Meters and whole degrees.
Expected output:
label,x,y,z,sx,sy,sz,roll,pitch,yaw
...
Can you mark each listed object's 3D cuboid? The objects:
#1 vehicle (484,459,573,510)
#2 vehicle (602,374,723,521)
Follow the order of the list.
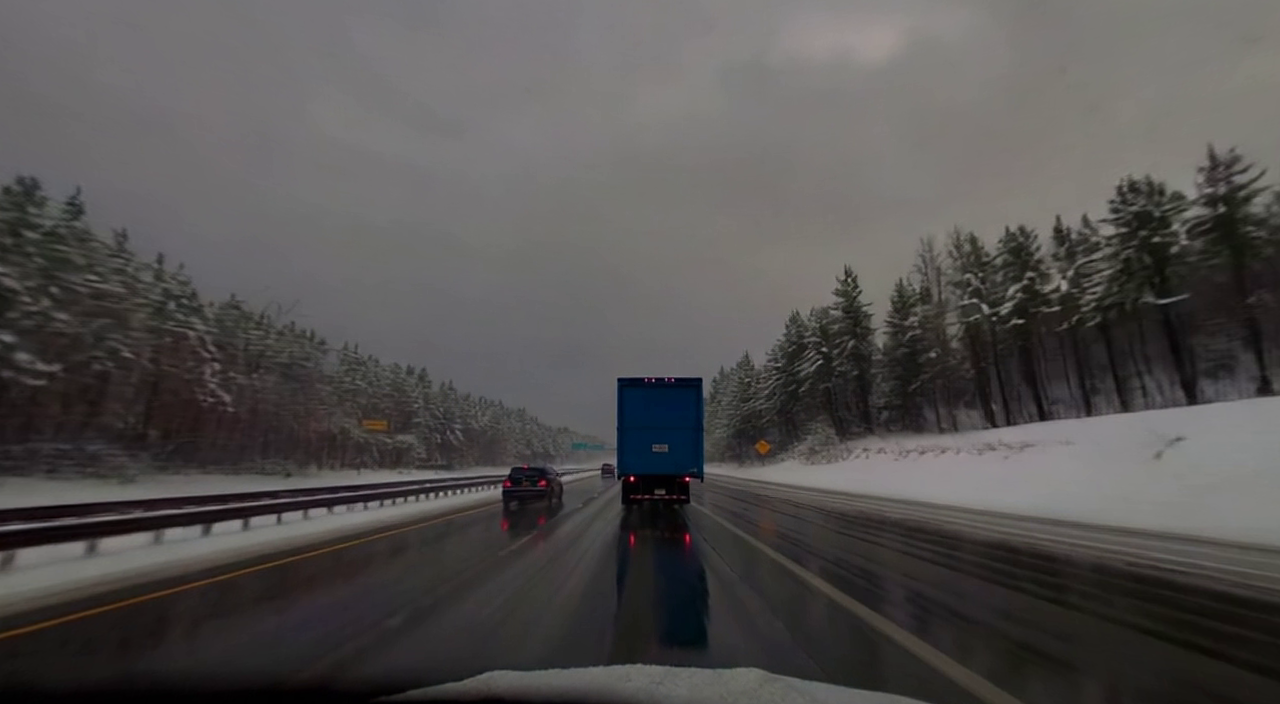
label,x,y,z,sx,sy,sz,roll,pitch,yaw
vehicle,-3.627,4.442,21.447,2.079,1.506,4.821,0,-10,1
vehicle,0.592,3.258,20.688,3.008,3.678,9.512,1,-10,0
